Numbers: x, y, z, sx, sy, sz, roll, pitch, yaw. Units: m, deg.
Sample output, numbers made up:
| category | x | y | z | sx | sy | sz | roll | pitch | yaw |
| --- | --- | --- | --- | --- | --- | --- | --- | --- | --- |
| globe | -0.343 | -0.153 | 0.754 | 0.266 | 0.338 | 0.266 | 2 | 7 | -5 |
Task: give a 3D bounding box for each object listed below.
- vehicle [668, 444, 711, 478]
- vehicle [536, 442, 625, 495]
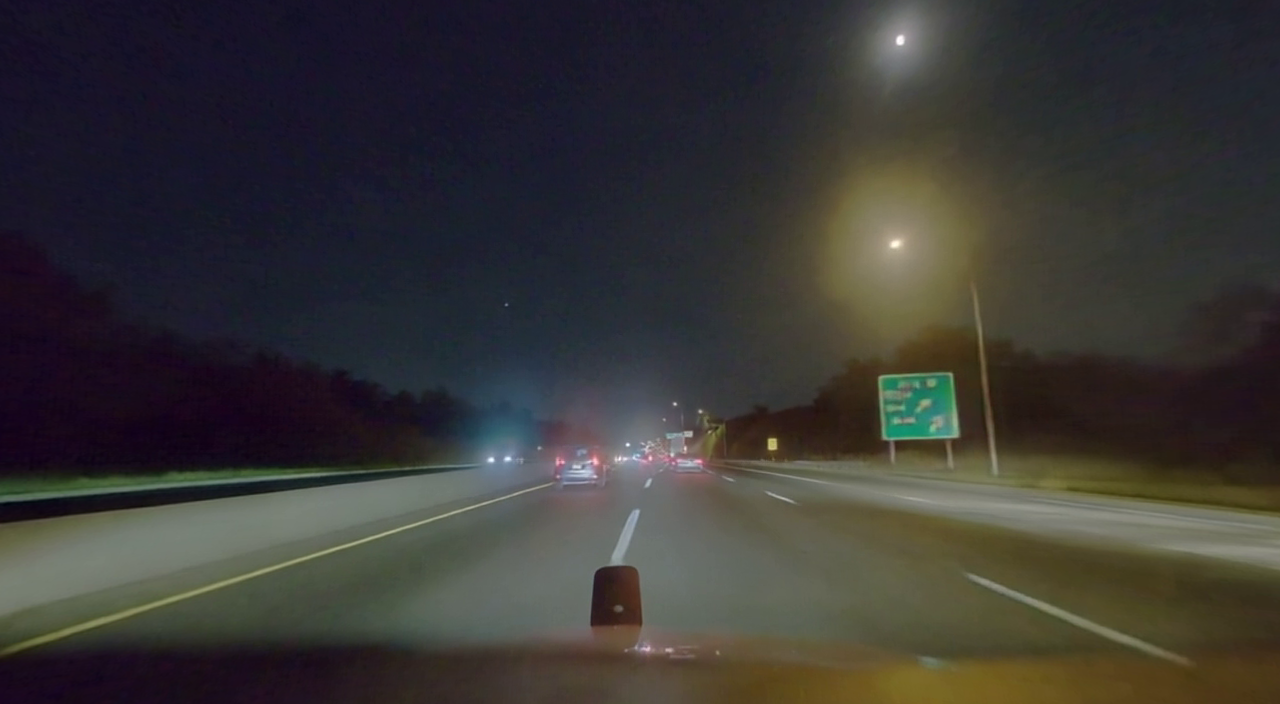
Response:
| category | x | y | z | sx | sy | sz | roll | pitch | yaw |
| --- | --- | --- | --- | --- | --- | --- | --- | --- | --- |
| vehicle | 2.615 | 5.574 | 32.358 | 1.969 | 1.595 | 3.964 | -2 | -9 | 8 |
| vehicle | -1.896 | 3.884 | 21.365 | 2.084 | 1.594 | 4.219 | -2 | -9 | 8 |
